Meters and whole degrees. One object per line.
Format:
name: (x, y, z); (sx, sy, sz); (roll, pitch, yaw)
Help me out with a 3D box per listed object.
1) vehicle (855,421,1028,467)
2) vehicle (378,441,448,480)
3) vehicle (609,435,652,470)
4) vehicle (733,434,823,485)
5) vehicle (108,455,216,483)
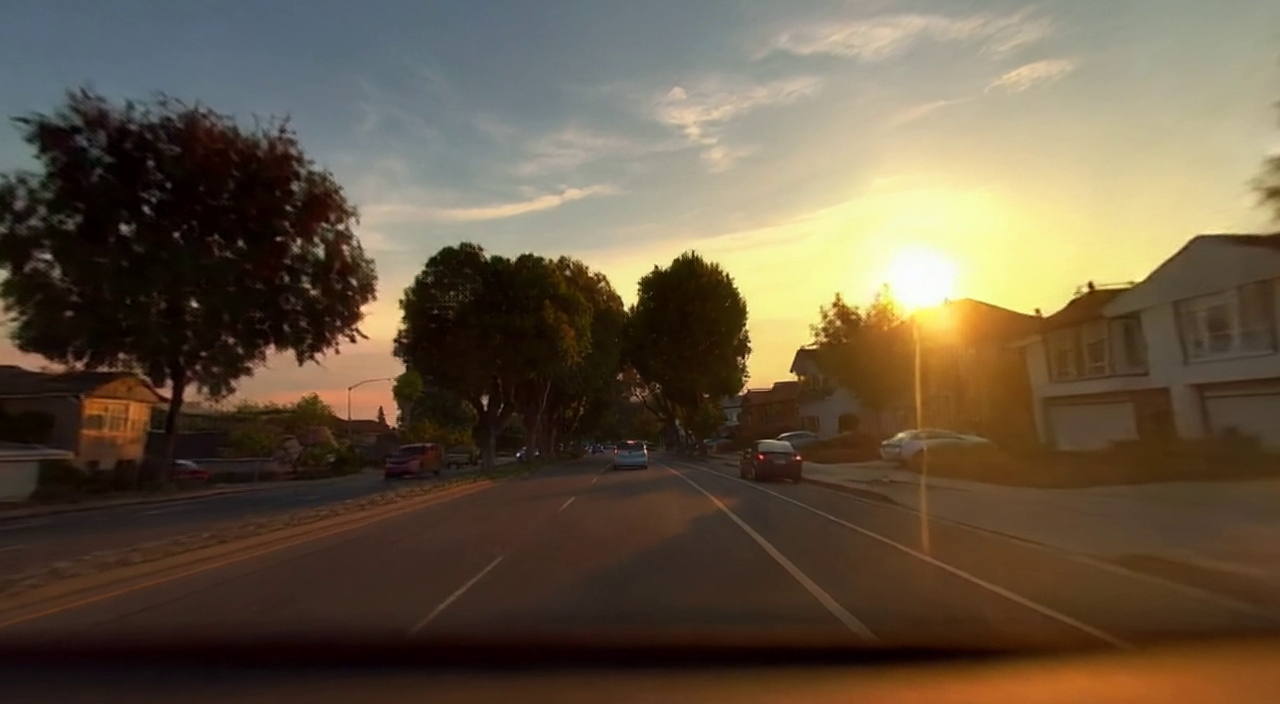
vehicle: (11.607, 3.596, 24.571); (5.538, 1.703, 2.286); (0, -9, 0)
vehicle: (-11.487, 5.483, 32.235); (1.948, 1.725, 4.443); (-3, -8, 0)
vehicle: (-0.484, 5.108, 32.132); (2.024, 1.655, 4.301); (0, -8, -1)
vehicle: (4.522, 3.600, 21.414); (2.020, 1.518, 4.255); (0, -8, -1)
vehicle: (-27.414, 6.702, 36.247); (4.644, 1.541, 1.873); (0, -8, -2)
